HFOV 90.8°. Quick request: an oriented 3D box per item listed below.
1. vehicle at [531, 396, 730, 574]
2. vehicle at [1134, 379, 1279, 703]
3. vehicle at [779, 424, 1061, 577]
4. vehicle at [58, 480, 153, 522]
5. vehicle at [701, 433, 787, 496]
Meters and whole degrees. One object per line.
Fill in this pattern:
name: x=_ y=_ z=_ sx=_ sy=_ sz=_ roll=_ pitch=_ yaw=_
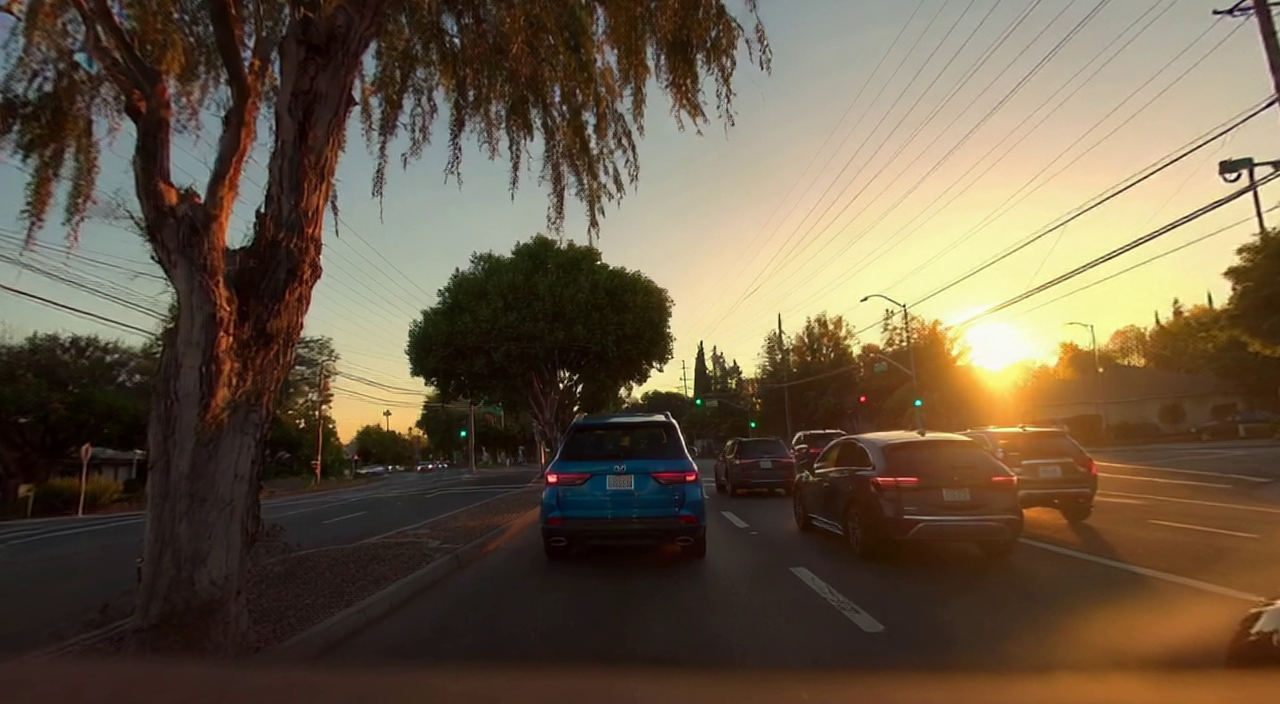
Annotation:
vehicle: x=-0.140 y=1.817 z=9.353 sx=2.231 sy=1.998 sz=4.254 roll=0 pitch=-9 yaw=-1
vehicle: x=3.276 y=0.629 z=0.740 sx=1.889 sy=1.517 sz=4.308 roll=0 pitch=-9 yaw=0
vehicle: x=3.432 y=1.890 z=8.892 sx=1.880 sy=1.579 sz=4.401 roll=0 pitch=-9 yaw=-1
vehicle: x=-26.381 y=7.355 z=31.177 sx=4.526 sy=1.715 sz=1.989 roll=-11 pitch=-13 yaw=28
vehicle: x=3.142 y=3.484 z=19.930 sx=1.915 sy=1.765 sz=4.047 roll=0 pitch=-9 yaw=-1
